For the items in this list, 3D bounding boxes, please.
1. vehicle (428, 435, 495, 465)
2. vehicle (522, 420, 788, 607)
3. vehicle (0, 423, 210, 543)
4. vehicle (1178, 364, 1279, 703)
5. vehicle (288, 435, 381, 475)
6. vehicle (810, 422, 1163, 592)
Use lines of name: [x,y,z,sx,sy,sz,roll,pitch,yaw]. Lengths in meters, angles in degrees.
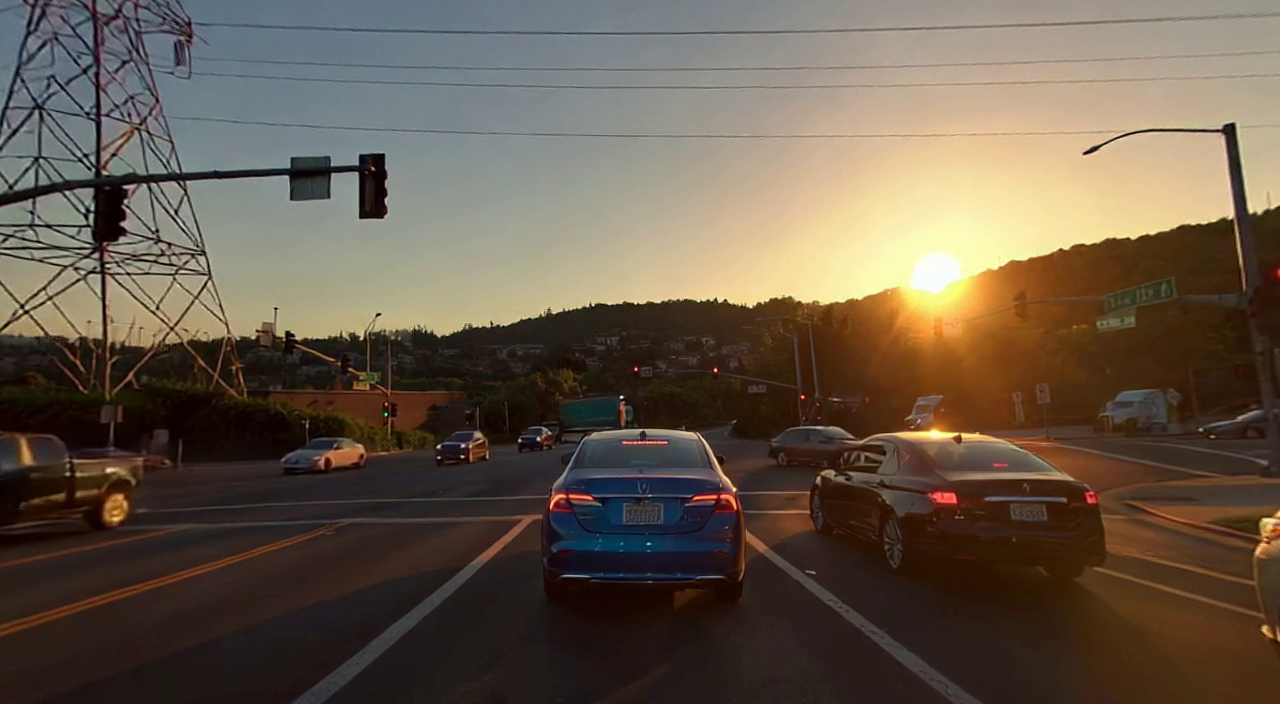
vehicle: [-9.659,5.370,34.582,1.992,1.480,4.743,-1,-8,4]
vehicle: [0.106,1.596,7.126,2.117,1.474,4.036,0,-8,0]
vehicle: [-10.379,2.179,10.985,2.239,1.719,4.948,0,-8,0]
vehicle: [3.409,0.589,0.629,1.926,1.614,4.330,0,-8,1]
vehicle: [-14.397,4.870,30.034,1.955,1.694,4.625,-1,-8,3]
vehicle: [3.646,1.683,7.723,1.835,1.473,4.190,0,-8,-2]
